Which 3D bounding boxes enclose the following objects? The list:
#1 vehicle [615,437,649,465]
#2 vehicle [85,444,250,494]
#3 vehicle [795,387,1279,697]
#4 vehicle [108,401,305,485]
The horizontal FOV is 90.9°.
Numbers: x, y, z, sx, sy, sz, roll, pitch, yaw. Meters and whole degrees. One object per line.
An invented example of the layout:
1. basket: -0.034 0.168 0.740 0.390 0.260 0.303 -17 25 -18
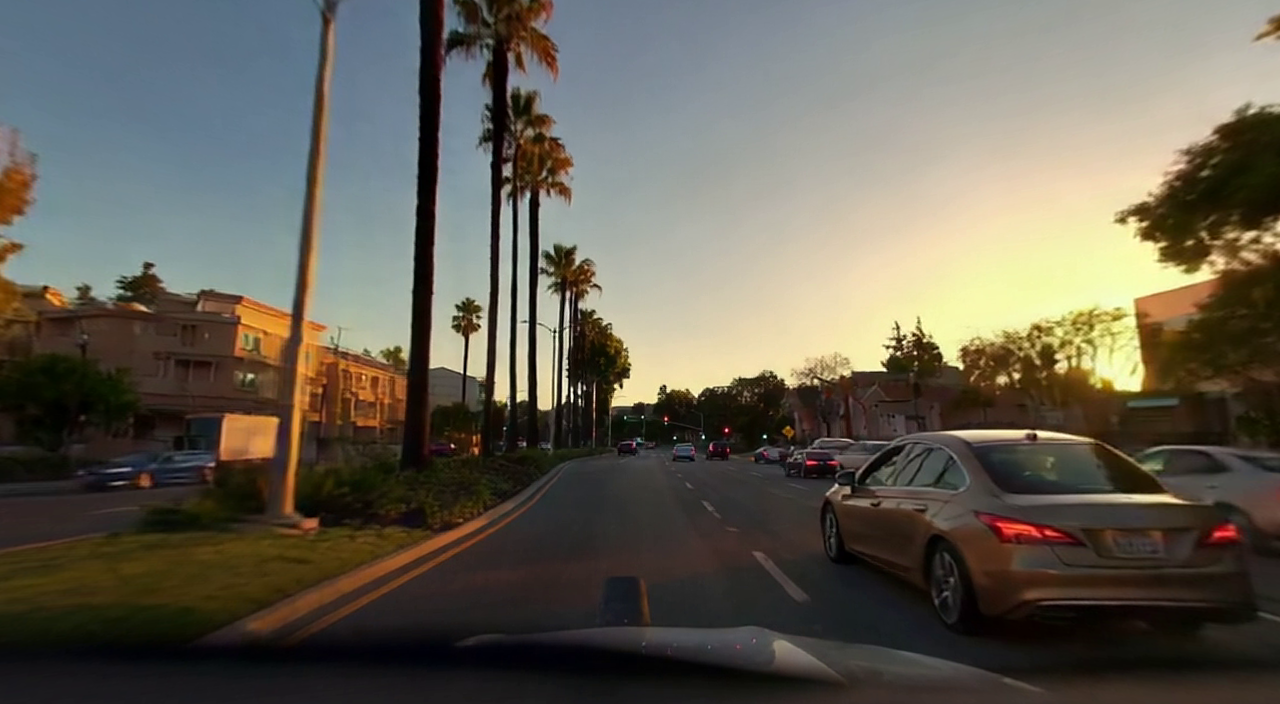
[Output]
1. vehicle: -0.488 6.440 41.079 2.087 1.709 4.076 0 -8 0
2. vehicle: -15.506 3.819 21.090 1.783 1.477 4.624 0 -9 3
3. vehicle: 2.944 1.326 5.569 2.009 1.639 4.267 0 -9 -1
4. vehicle: -18.971 4.145 28.524 2.933 3.159 8.124 -2 -9 2
